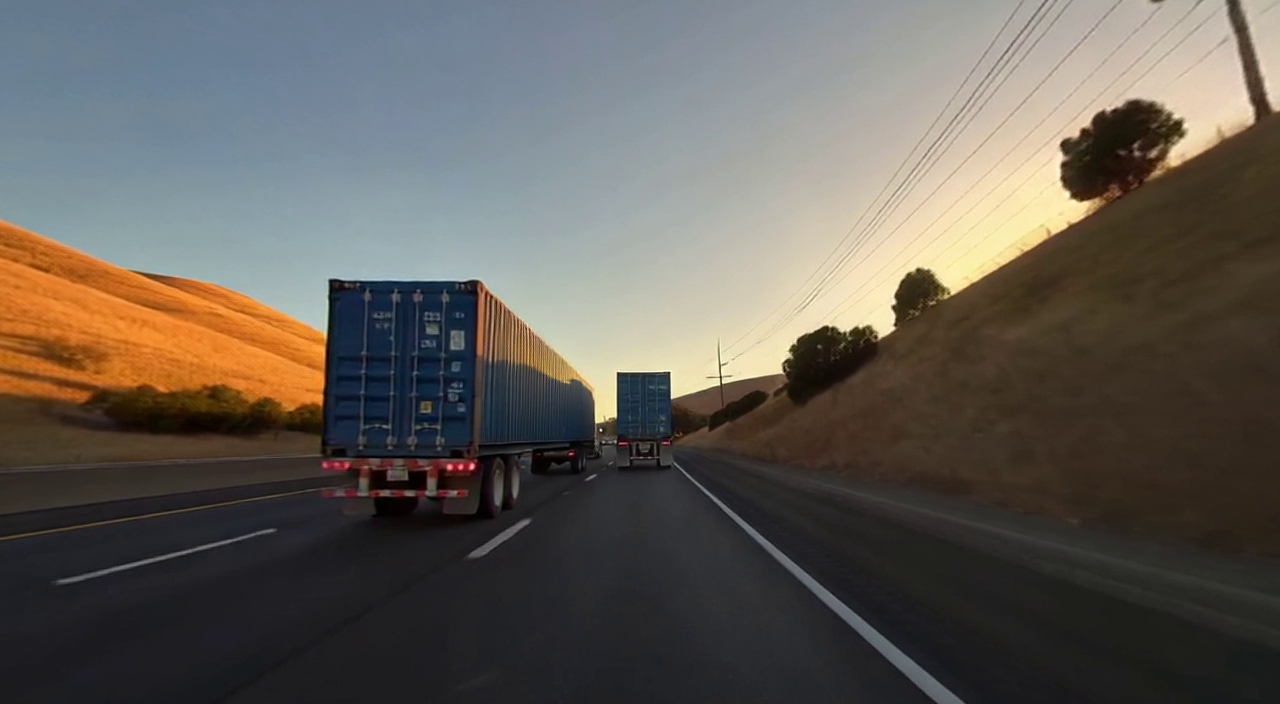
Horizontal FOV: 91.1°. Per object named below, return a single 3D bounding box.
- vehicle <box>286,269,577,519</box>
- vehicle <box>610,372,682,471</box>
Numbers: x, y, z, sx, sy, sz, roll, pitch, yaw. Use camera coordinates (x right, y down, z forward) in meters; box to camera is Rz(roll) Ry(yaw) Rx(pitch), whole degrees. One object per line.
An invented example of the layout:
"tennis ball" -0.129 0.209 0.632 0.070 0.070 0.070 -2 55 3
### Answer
"vehicle" -4.042 1.610 17.080 3.065 4.105 13.706 0 -8 1
"vehicle" 0.140 3.748 32.174 3.006 4.120 11.586 0 -8 -1
